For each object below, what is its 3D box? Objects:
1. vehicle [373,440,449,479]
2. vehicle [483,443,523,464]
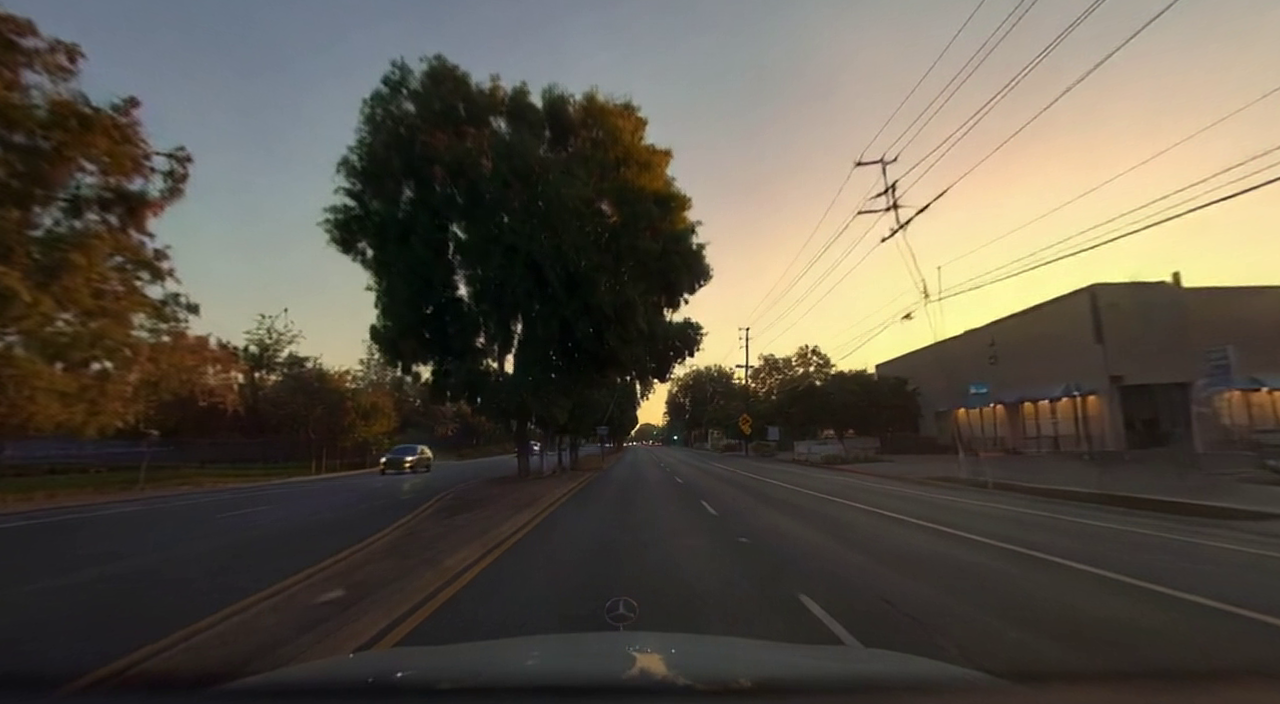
[{"bbox_3d":[-10.688,5.032,29.863,1.923,1.702,4.387,0,-8,1],"label":"vehicle"},{"bbox_3d":[-10.646,7.910,49.439,1.916,1.593,5.012,0,-8,0],"label":"vehicle"}]
